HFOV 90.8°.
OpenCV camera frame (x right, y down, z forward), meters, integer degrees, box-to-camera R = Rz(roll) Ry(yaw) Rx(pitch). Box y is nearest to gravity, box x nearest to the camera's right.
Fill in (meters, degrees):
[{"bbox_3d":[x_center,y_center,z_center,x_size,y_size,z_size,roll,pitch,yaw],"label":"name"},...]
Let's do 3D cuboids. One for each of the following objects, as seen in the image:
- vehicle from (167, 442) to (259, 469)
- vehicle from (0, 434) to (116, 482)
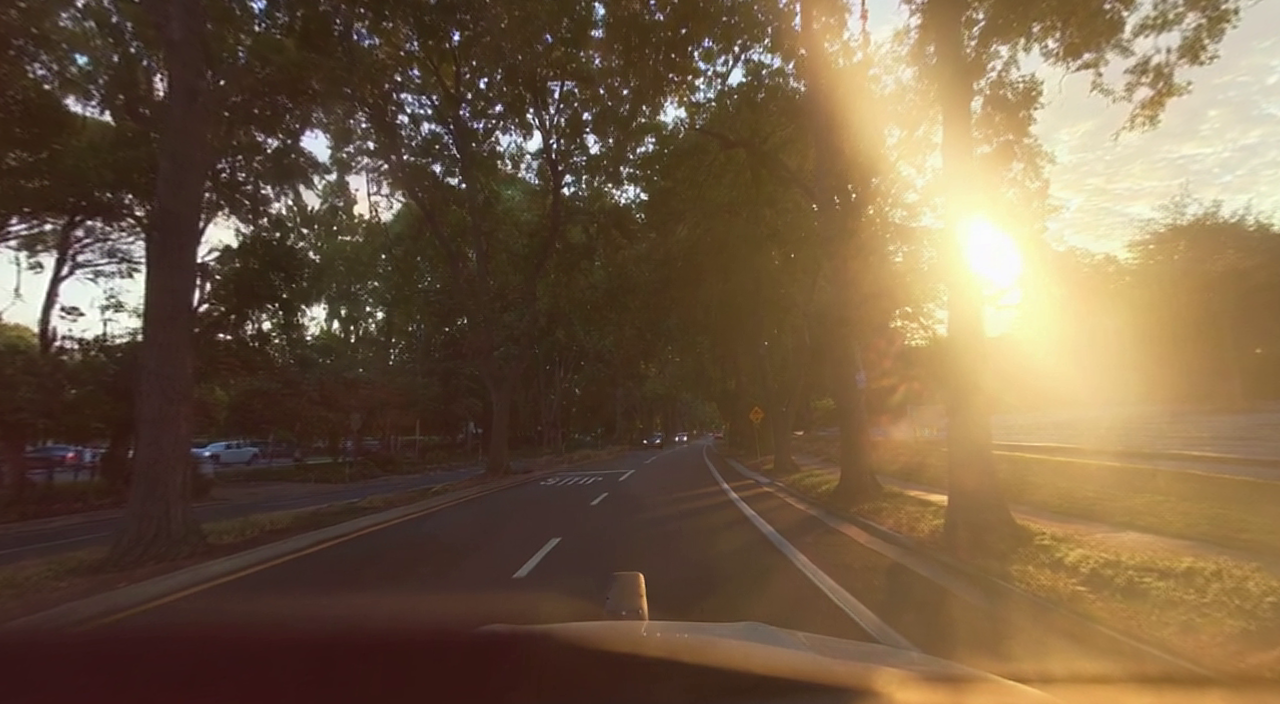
[{"bbox_3d":[-25.251,6.136,37.459,4.007,1.459,1.952,-2,-9,0],"label":"vehicle"},{"bbox_3d":[-28.384,5.089,30.420,4.733,1.892,1.939,-4,-4,2],"label":"vehicle"}]
